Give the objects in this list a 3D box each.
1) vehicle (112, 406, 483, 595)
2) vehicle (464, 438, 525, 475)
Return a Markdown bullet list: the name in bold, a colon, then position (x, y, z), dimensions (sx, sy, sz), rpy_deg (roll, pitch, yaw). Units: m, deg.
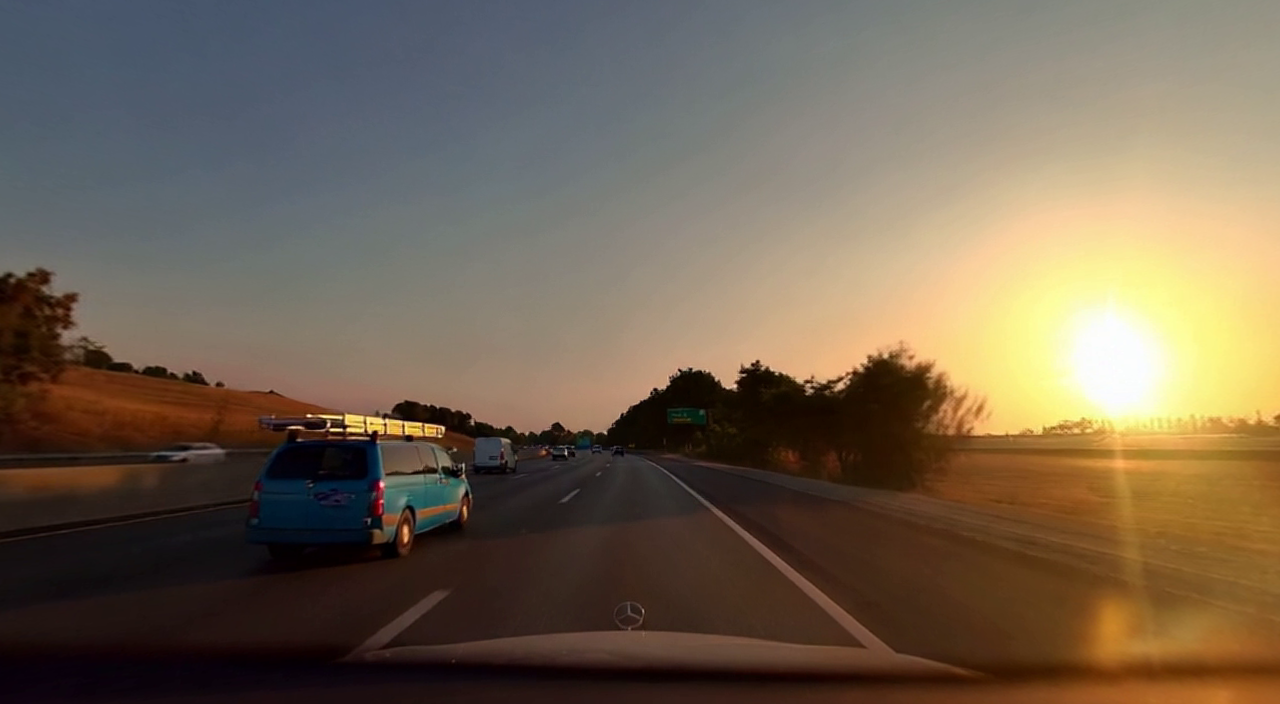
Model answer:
- **vehicle**: position (-3.693, 1.703, 8.165), dimensions (2.040, 1.679, 4.865), rpy_deg (0, -9, 0)
- **vehicle**: position (-7.584, 5.495, 33.387), dimensions (2.093, 1.752, 4.771), rpy_deg (0, -9, 0)
